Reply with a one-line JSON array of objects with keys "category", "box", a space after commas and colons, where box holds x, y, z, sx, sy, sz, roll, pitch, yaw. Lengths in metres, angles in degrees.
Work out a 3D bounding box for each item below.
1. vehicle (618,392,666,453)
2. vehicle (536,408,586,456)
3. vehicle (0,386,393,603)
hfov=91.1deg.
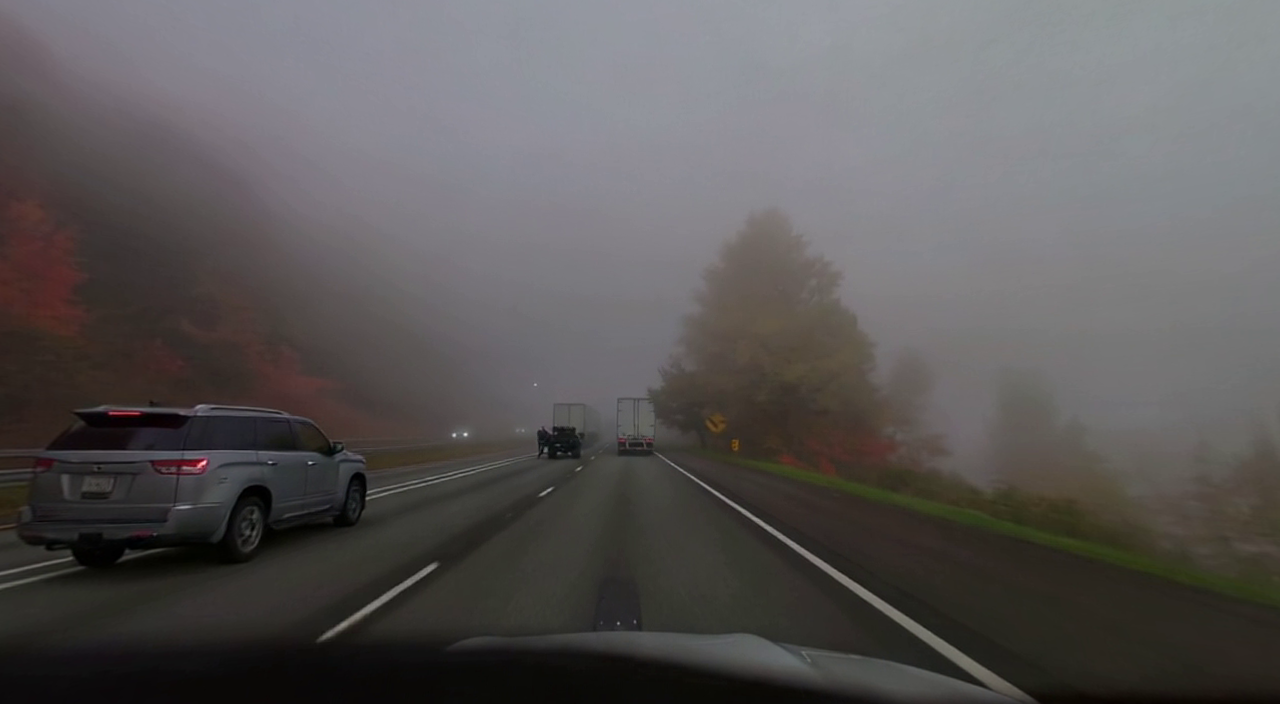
[{"category": "vehicle", "box": [-0.018, 5.163, 45.157, 3.078, 3.955, 8.774, 0, -8, -2]}, {"category": "vehicle", "box": [-4.852, 5.033, 39.453, 2.383, 2.726, 5.677, 0, -8, 0]}, {"category": "vehicle", "box": [-4.768, 1.403, 7.181, 2.089, 1.669, 4.515, 0, -8, 0]}]
